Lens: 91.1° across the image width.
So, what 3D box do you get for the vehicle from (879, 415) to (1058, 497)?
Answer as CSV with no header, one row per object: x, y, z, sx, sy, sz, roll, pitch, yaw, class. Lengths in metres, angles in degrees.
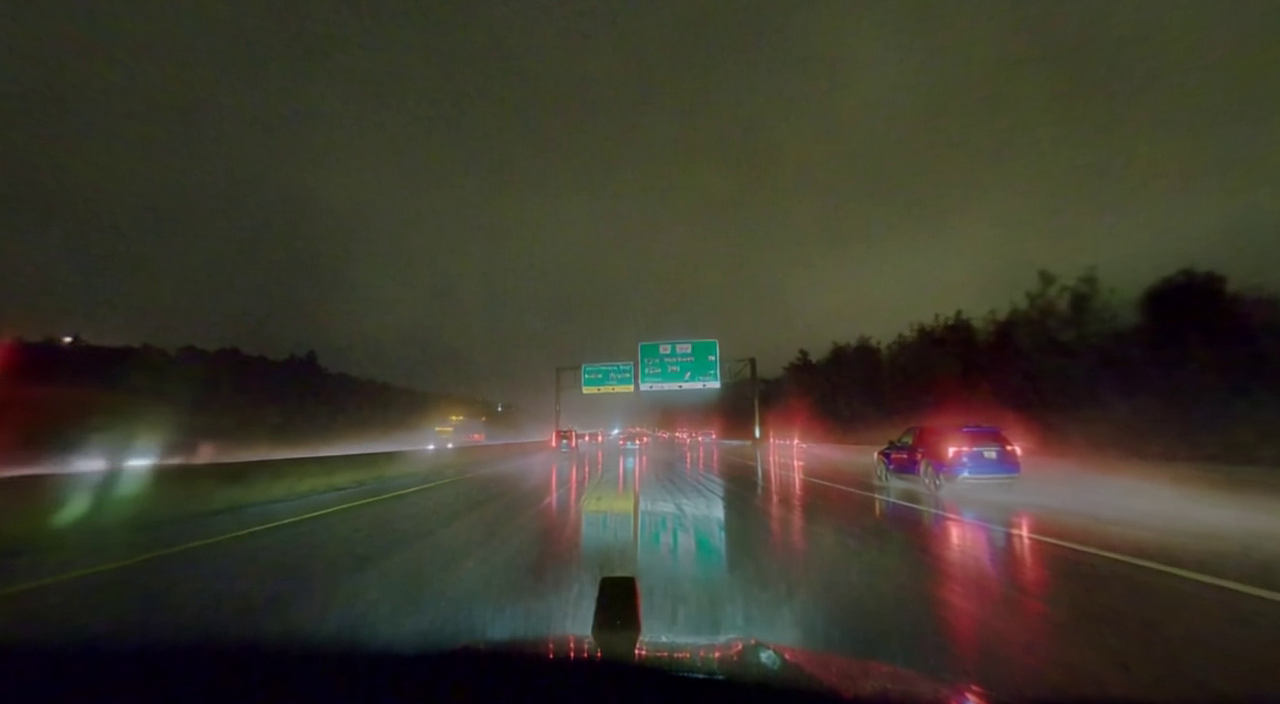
7.379,2.351,14.651,1.956,1.634,3.935,0,-8,-1,vehicle

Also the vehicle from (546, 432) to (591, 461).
-3.909,5.219,35.002,2.032,1.465,4.316,0,-8,-1,vehicle
